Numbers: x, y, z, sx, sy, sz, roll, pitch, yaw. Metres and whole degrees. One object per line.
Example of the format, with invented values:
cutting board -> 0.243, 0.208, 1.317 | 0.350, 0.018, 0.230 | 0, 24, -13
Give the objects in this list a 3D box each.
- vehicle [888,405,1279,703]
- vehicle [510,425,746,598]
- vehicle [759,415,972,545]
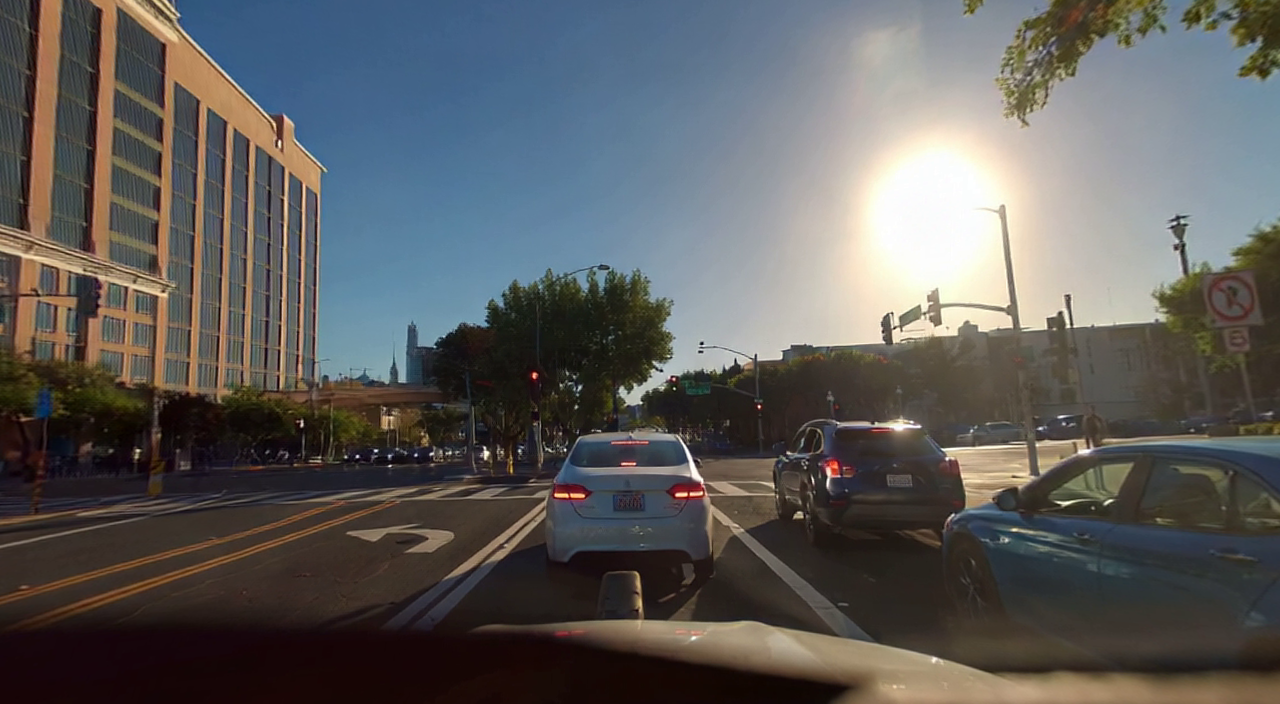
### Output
vehicle -> 3.379, 1.177, 4.011 | 1.833, 1.465, 4.258 | 0, -8, -1
vehicle -> -0.109, 1.702, 7.570 | 2.096, 1.521, 3.747 | 0, -8, 0
vehicle -> 3.502, 2.079, 10.934 | 1.978, 1.738, 4.599 | 0, -8, 0
